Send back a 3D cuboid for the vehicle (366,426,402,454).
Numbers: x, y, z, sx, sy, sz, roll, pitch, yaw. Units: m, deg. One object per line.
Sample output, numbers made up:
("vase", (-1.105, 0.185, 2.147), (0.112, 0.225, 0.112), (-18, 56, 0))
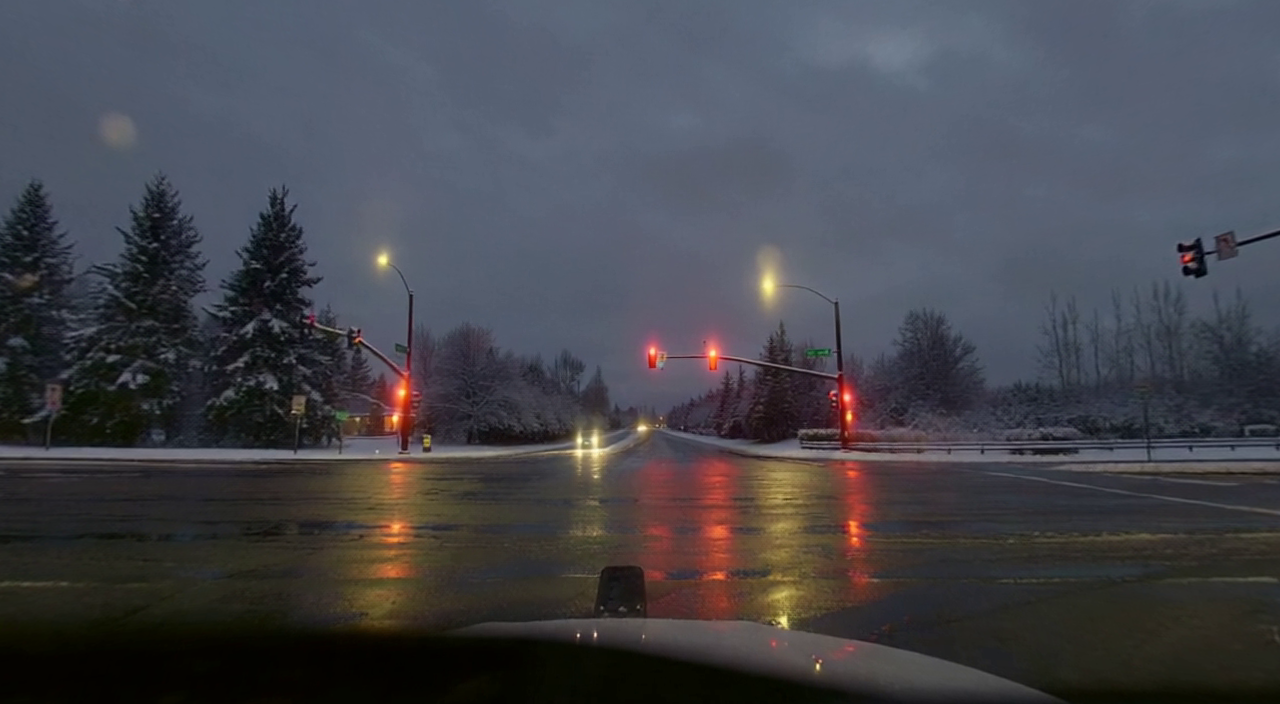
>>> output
("vehicle", (-19.986, 6.842, 48.882), (1.873, 2.079, 2.879), (6, -10, -35))
